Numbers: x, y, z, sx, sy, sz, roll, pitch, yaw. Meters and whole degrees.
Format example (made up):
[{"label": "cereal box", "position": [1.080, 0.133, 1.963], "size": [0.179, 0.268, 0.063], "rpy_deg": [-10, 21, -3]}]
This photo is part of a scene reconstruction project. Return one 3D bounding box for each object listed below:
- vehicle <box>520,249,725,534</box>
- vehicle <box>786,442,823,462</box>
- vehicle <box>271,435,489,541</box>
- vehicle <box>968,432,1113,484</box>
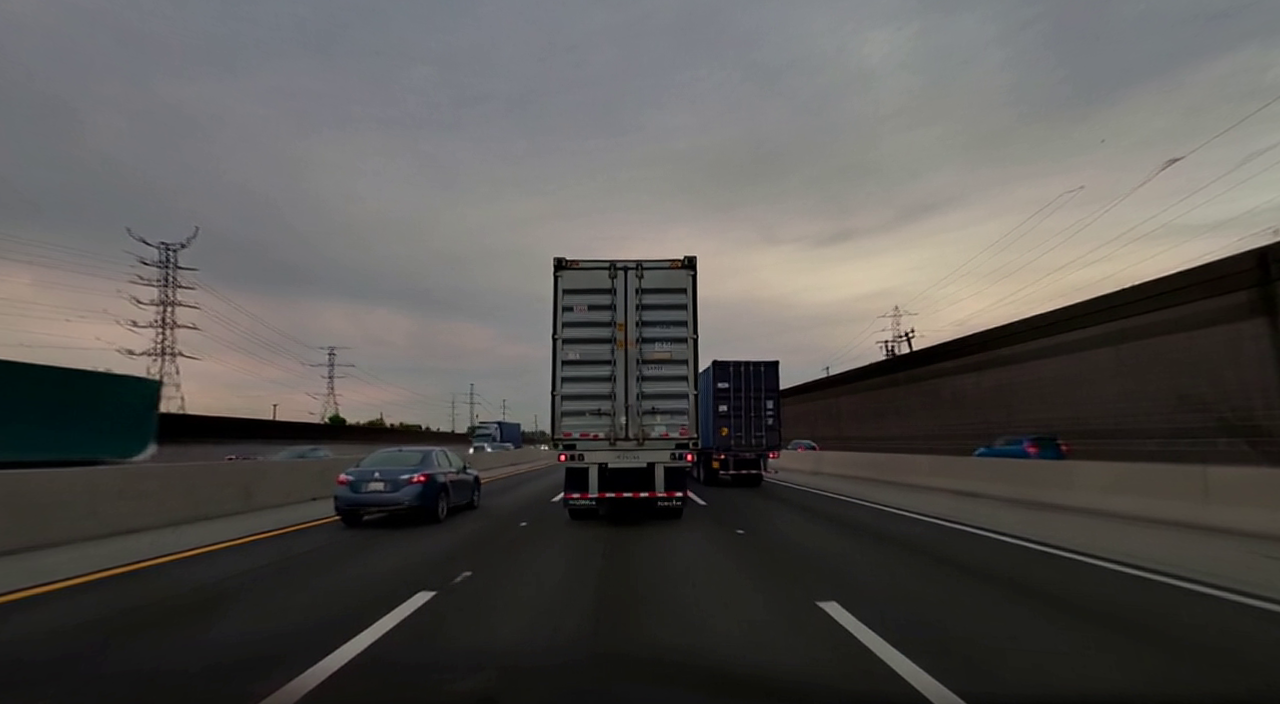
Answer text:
[{"label": "vehicle", "position": [-0.293, 1.388, 15.037], "size": [2.841, 4.071, 12.046], "rpy_deg": [0, -8, 0]}, {"label": "vehicle", "position": [12.729, 7.722, 49.033], "size": [1.766, 1.452, 3.703], "rpy_deg": [0, -9, -1]}, {"label": "vehicle", "position": [-4.265, 2.284, 11.363], "size": [1.993, 1.475, 4.540], "rpy_deg": [0, -8, 0]}, {"label": "vehicle", "position": [13.405, 3.579, 21.598], "size": [2.020, 1.546, 4.336], "rpy_deg": [0, -8, -1]}]
